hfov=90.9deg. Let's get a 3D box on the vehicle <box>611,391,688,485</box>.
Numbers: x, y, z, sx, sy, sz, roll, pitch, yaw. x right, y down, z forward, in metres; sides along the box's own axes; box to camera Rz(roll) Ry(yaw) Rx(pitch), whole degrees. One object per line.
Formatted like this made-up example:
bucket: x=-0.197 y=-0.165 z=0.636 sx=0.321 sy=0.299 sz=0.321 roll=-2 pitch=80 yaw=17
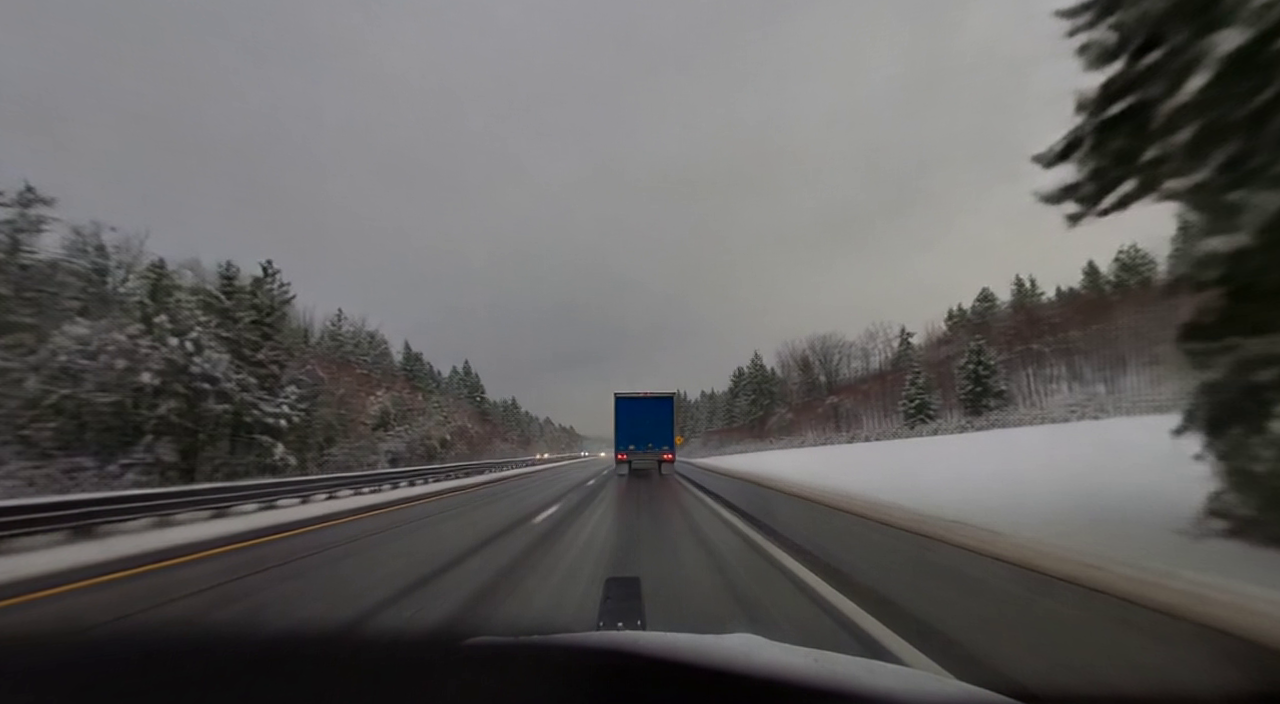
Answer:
vehicle: x=0.236 y=3.903 z=28.155 sx=2.913 sy=3.530 sz=8.648 roll=0 pitch=-9 yaw=-2
